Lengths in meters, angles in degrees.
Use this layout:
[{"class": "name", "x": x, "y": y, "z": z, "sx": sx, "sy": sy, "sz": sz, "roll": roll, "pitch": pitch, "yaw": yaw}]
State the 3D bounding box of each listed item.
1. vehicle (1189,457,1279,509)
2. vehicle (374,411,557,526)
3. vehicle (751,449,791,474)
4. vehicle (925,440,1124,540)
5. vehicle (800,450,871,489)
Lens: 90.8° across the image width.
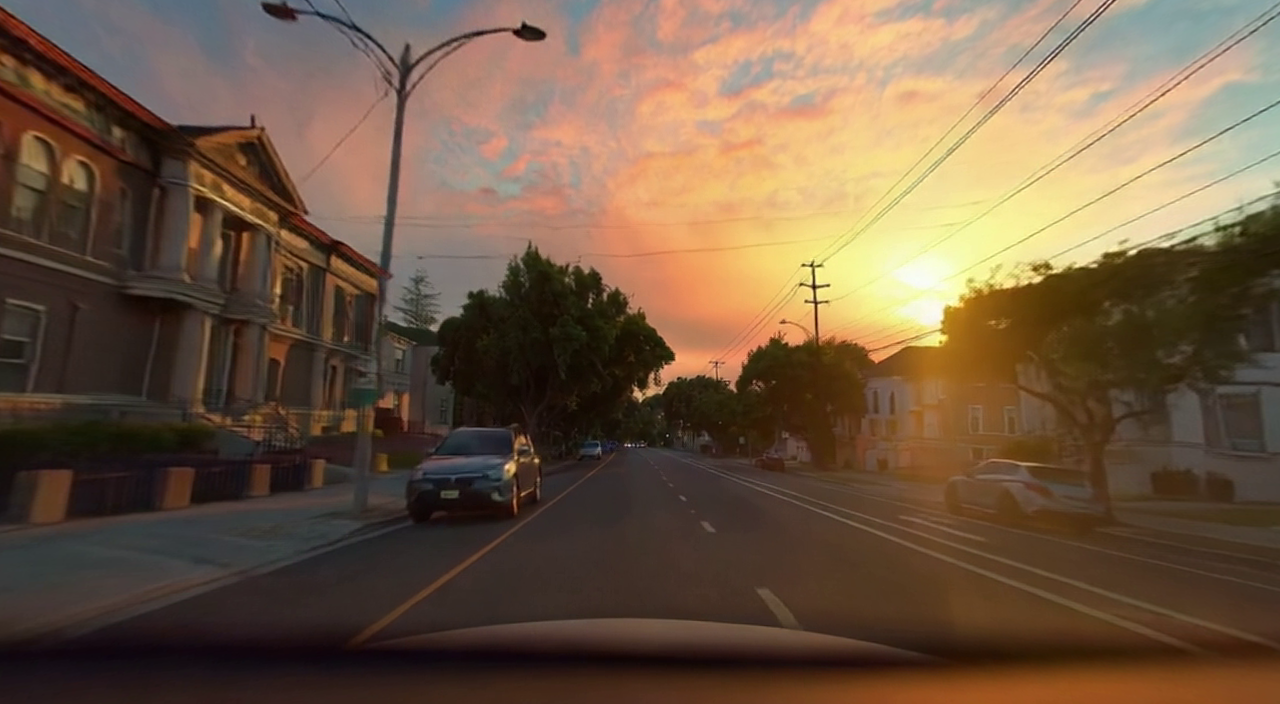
[{"class": "vehicle", "x": 22.313, "y": 4.537, "z": 22.110, "sx": 4.172, "sy": 1.630, "sz": 2.112, "roll": 0, "pitch": -9, "yaw": -2}, {"class": "vehicle", "x": -3.303, "y": 2.375, "z": 13.489, "sx": 2.290, "sy": 1.924, "sz": 5.536, "roll": 0, "pitch": -8, "yaw": 0}, {"class": "vehicle", "x": 9.490, "y": 7.966, "z": 46.045, "sx": 1.930, "sy": 1.456, "sz": 4.511, "roll": 8, "pitch": -8, "yaw": 2}, {"class": "vehicle", "x": 9.595, "y": 3.390, "z": 16.325, "sx": 2.156, "sy": 1.882, "sz": 4.790, "roll": 8, "pitch": -8, "yaw": 1}, {"class": "vehicle", "x": 9.613, "y": 5.787, "z": 31.495, "sx": 1.977, "sy": 1.495, "sz": 4.800, "roll": 8, "pitch": -8, "yaw": 1}]
